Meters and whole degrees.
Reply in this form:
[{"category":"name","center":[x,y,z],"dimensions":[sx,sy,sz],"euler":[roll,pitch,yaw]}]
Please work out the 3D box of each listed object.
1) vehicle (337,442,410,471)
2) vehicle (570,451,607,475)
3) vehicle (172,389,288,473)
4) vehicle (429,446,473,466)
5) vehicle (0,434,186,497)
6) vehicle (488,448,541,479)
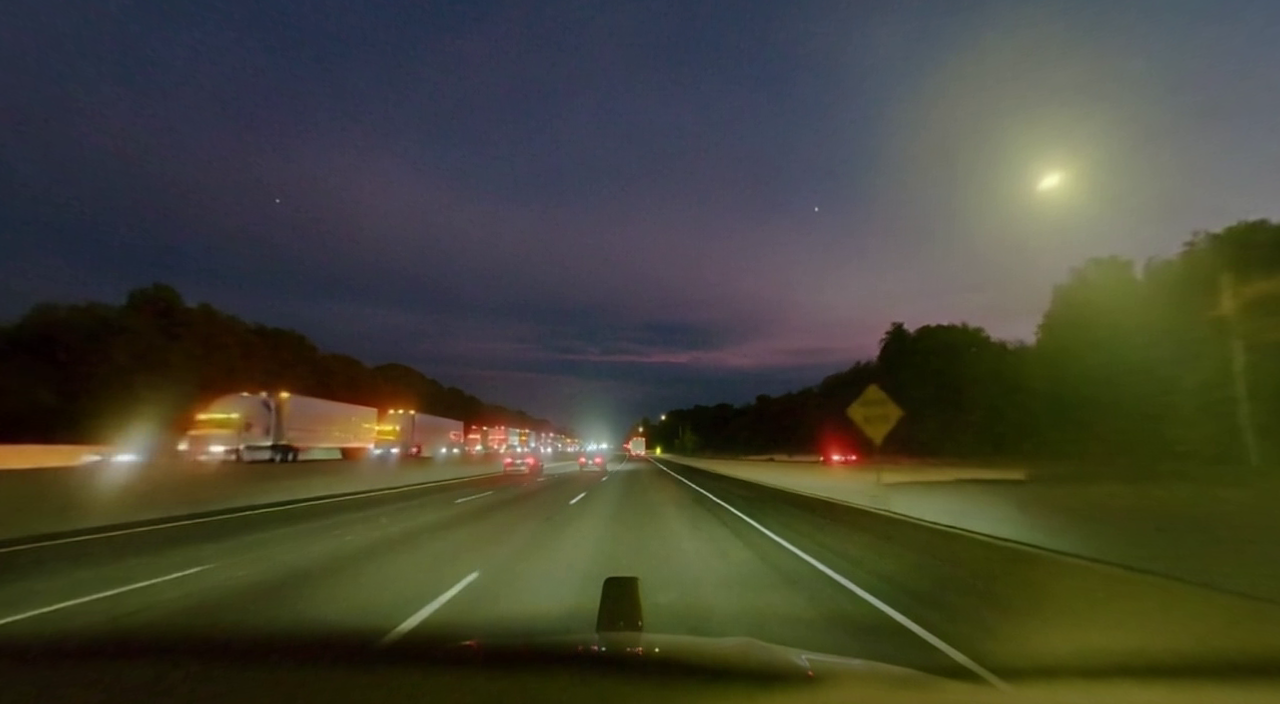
[{"category":"vehicle","center":[-14.137,5.551,33.713],"dimensions":[1.956,1.433,4.339],"euler":[0,-9,0]},{"category":"vehicle","center":[-3.370,7.357,41.983],"dimensions":[2.076,1.453,4.094],"euler":[0,-9,1]},{"category":"vehicle","center":[-18.982,3.729,29.426],"dimensions":[2.954,3.700,3.302],"euler":[0,-9,0]},{"category":"vehicle","center":[-14.503,7.976,48.525],"dimensions":[2.014,1.444,4.352],"euler":[0,-9,0]},{"category":"vehicle","center":[-14.577,2.943,16.626],"dimensions":[1.888,1.426,4.428],"euler":[0,-9,0]},{"category":"vehicle","center":[-7.321,6.551,37.395],"dimensions":[2.122,1.685,4.714],"euler":[0,-9,1]}]
